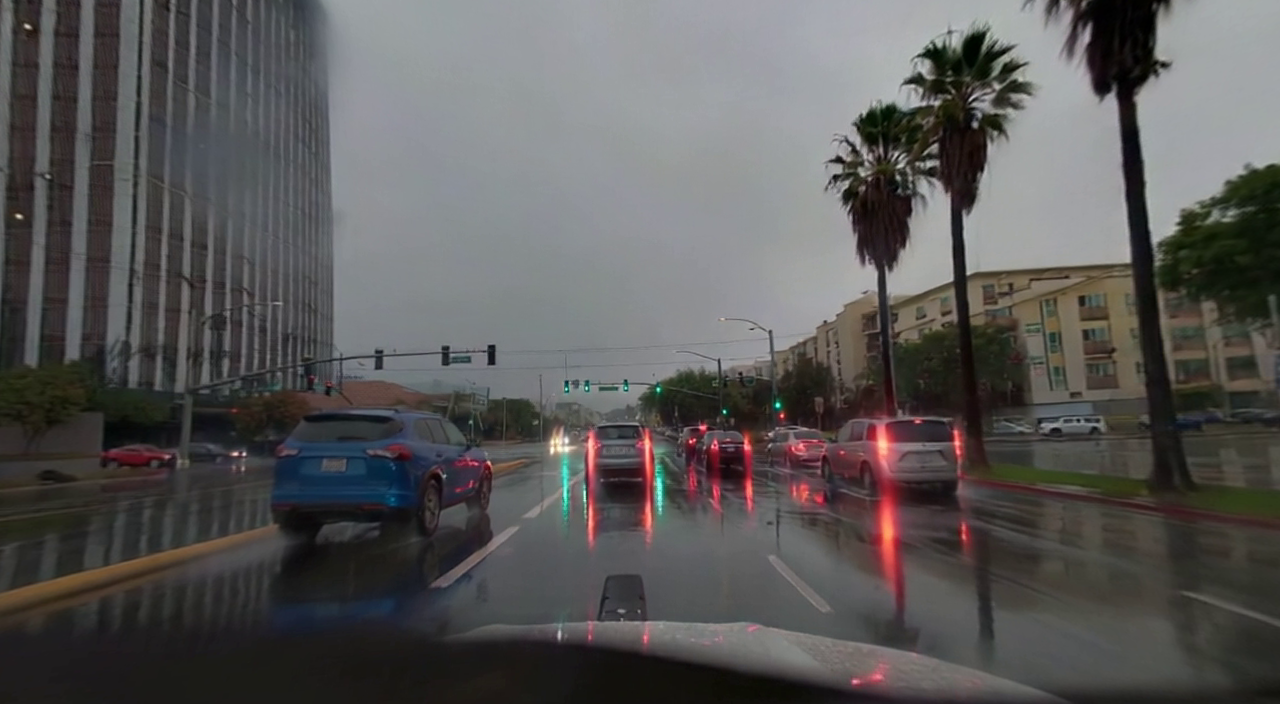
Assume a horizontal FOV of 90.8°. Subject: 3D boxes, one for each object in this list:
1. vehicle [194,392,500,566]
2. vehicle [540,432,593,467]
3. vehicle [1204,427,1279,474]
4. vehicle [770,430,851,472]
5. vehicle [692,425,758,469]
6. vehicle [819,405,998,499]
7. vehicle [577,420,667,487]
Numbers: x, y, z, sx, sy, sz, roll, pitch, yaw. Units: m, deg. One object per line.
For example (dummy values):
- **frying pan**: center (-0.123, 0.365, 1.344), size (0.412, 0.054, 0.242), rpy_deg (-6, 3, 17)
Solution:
- **vehicle**: center (-3.504, 1.626, 8.764), size (2.136, 1.779, 4.417), rpy_deg (0, -8, 0)
- **vehicle**: center (-3.372, 4.571, 29.681), size (1.973, 1.504, 3.895), rpy_deg (0, -8, 0)
- **vehicle**: center (22.276, 3.429, 22.111), size (2.020, 1.501, 4.732), rpy_deg (-3, -9, 20)
- **vehicle**: center (6.428, 3.778, 24.285), size (1.764, 1.451, 4.300), rpy_deg (0, -8, -2)
- **vehicle**: center (3.253, 3.775, 25.078), size (1.975, 1.598, 4.025), rpy_deg (0, -8, -1)
- **vehicle**: center (6.461, 2.510, 16.134), size (2.130, 1.979, 5.310), rpy_deg (0, -8, -1)
- **vehicle**: center (-0.502, 2.881, 18.195), size (2.302, 1.681, 4.217), rpy_deg (0, -8, -1)
